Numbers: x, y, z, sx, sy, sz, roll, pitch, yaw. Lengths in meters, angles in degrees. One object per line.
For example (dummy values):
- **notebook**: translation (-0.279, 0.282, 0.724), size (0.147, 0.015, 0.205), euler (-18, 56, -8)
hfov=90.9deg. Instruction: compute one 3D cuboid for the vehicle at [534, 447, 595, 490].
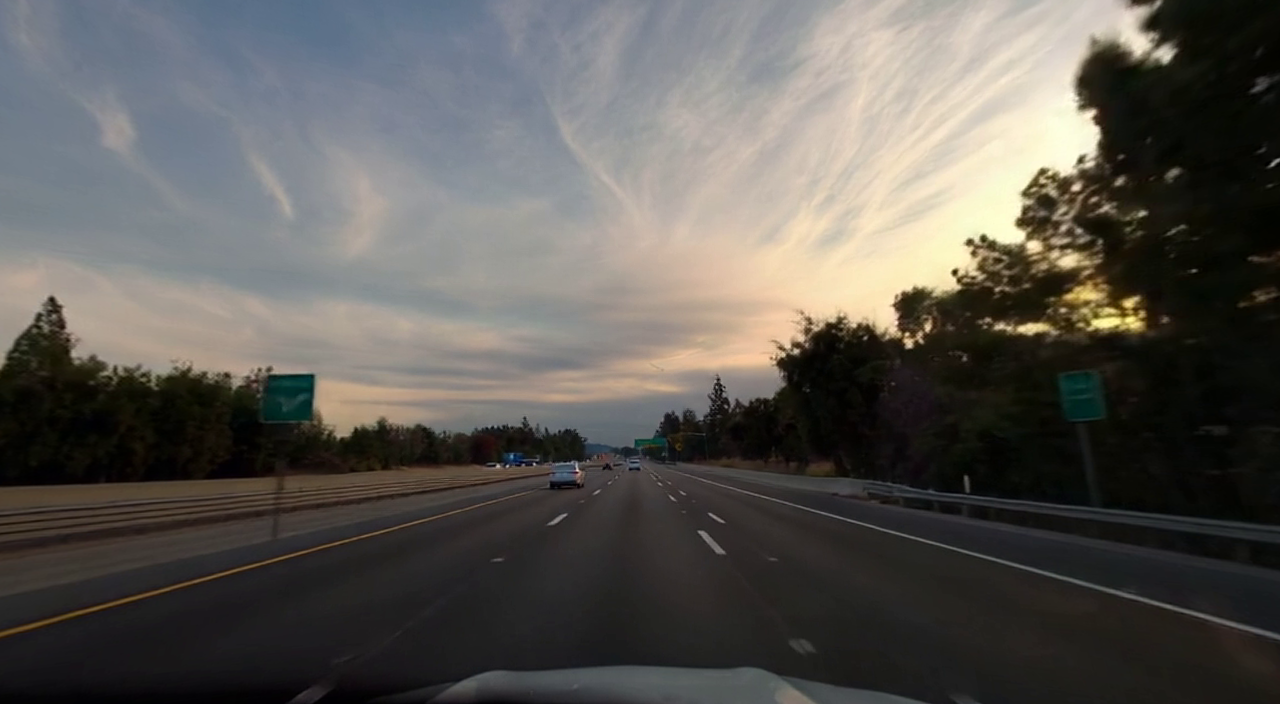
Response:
- **vehicle**: translation (-3.571, 5.695, 30.736), size (2.390, 1.879, 4.423), euler (1, -10, 1)
